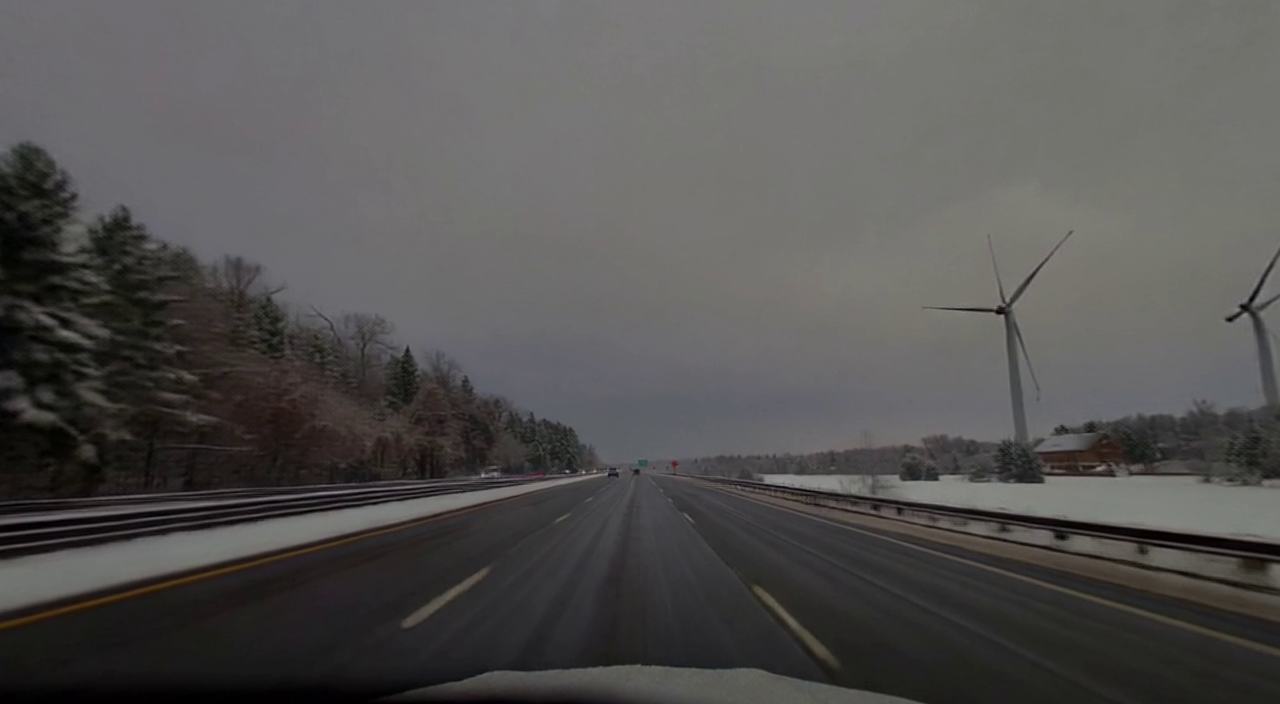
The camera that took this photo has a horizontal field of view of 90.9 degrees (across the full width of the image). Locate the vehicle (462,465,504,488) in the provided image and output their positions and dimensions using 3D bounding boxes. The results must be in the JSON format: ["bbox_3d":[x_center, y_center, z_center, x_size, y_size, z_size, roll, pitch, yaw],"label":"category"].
[{"bbox_3d":[-12.155,9.665,49.059,2.068,1.615,4.594,1,-11,1],"label":"vehicle"}]
